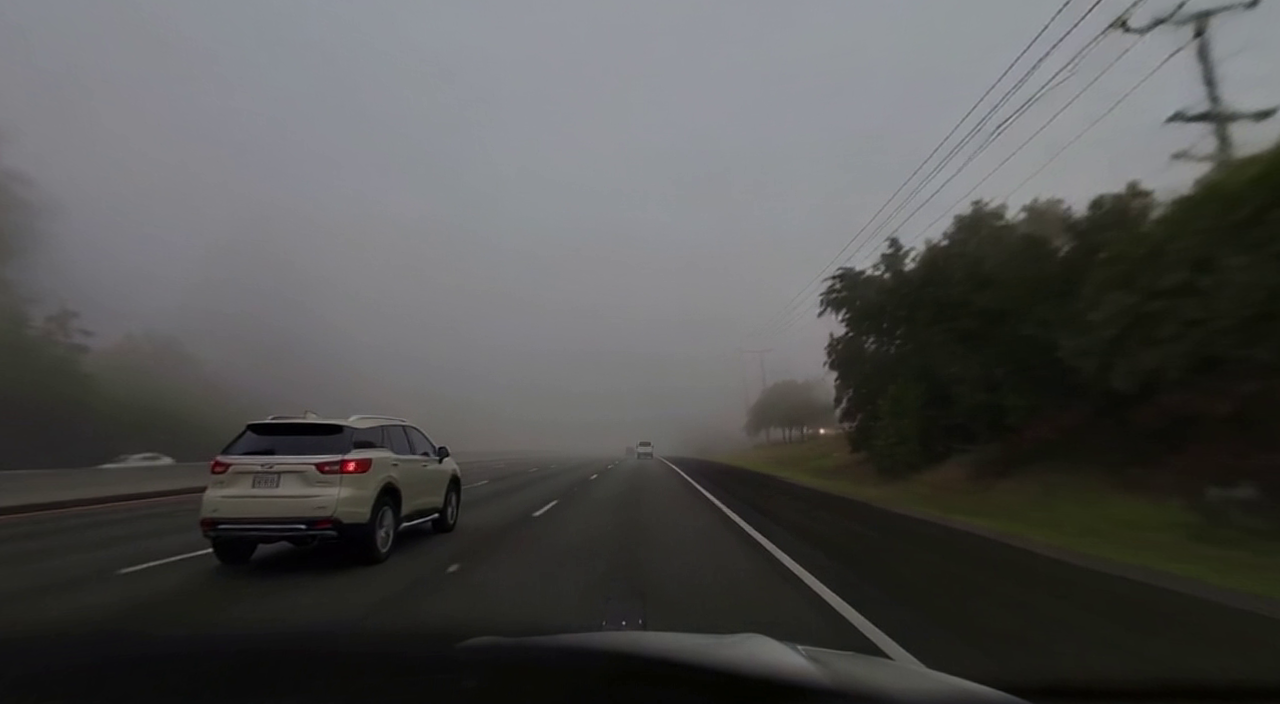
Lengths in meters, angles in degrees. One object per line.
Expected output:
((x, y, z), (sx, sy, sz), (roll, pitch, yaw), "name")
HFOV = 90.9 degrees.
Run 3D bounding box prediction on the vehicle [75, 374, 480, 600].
((-3.831, 1.550, 8.129), (2.136, 1.975, 5.037), (0, -8, 1), "vehicle")
